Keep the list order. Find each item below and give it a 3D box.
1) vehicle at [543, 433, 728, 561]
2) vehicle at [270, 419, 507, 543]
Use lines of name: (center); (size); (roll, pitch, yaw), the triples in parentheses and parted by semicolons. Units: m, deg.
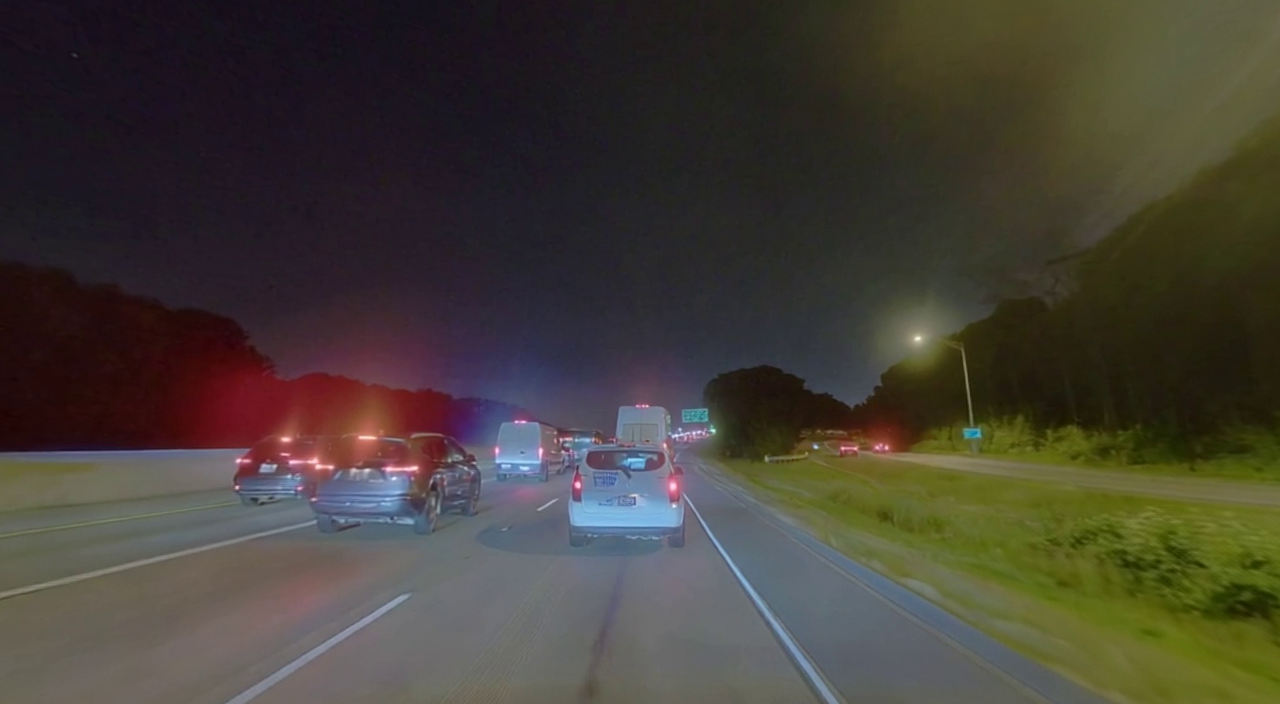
vehicle: (-0.050, 1.926, 9.109); (2.054, 1.421, 4.090); (0, -8, 0)
vehicle: (-3.895, 2.081, 10.791); (2.114, 1.657, 4.432); (0, -8, 2)
